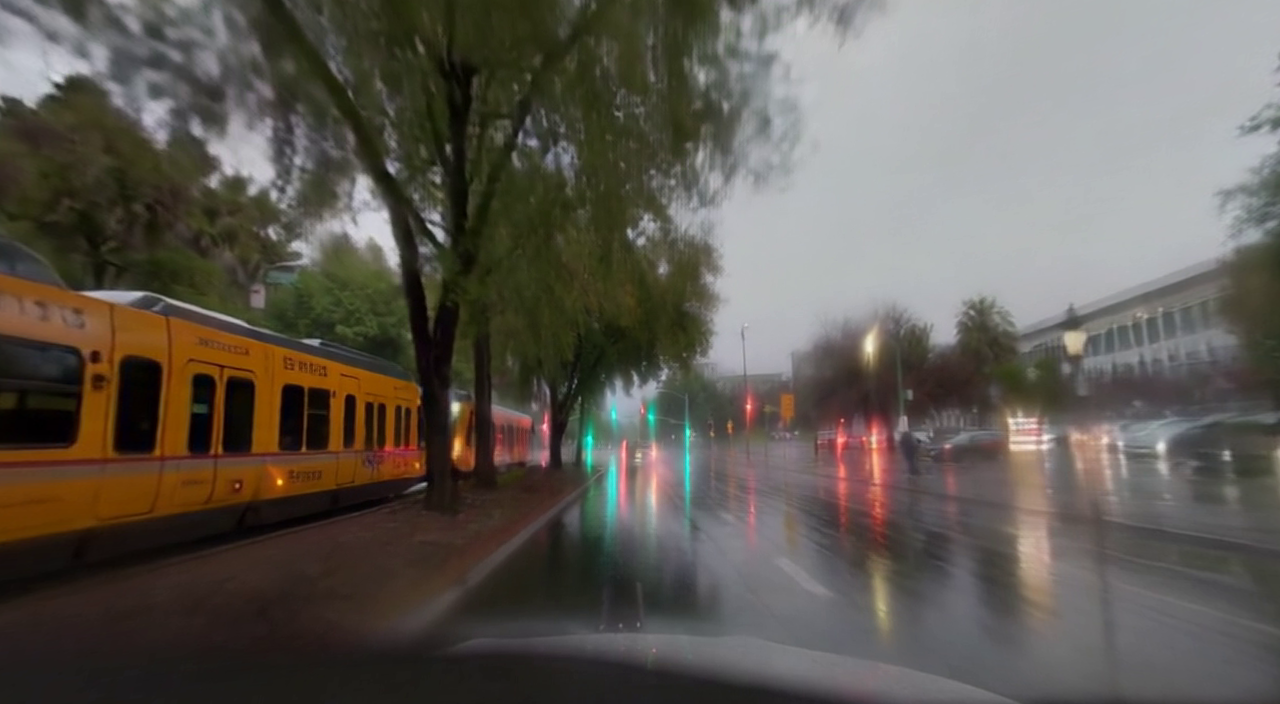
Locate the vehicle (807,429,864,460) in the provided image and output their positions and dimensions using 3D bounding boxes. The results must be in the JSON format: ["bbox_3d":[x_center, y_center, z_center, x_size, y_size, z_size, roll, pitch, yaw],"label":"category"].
[{"bbox_3d":[13.200,6.314,43.101,2.145,1.911,5.581,0,-8,1],"label":"vehicle"}]

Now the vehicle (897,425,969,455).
[{"bbox_3d":[19.402,5.901,42.230,2.159,1.817,5.675,0,-8,1],"label":"vehicle"}]

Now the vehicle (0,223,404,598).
[{"bbox_3d":[-7.805,1.035,10.076,2.897,3.700,13.528,0,-7,0],"label":"vehicle"}]

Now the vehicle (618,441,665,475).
[{"bbox_3d":[0.042,4.872,29.283,2.002,1.471,4.337,0,-8,0],"label":"vehicle"}]

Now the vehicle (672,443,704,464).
[{"bbox_3d":[3.319,7.125,44.504,1.944,1.447,4.392,0,-8,0],"label":"vehicle"}]
